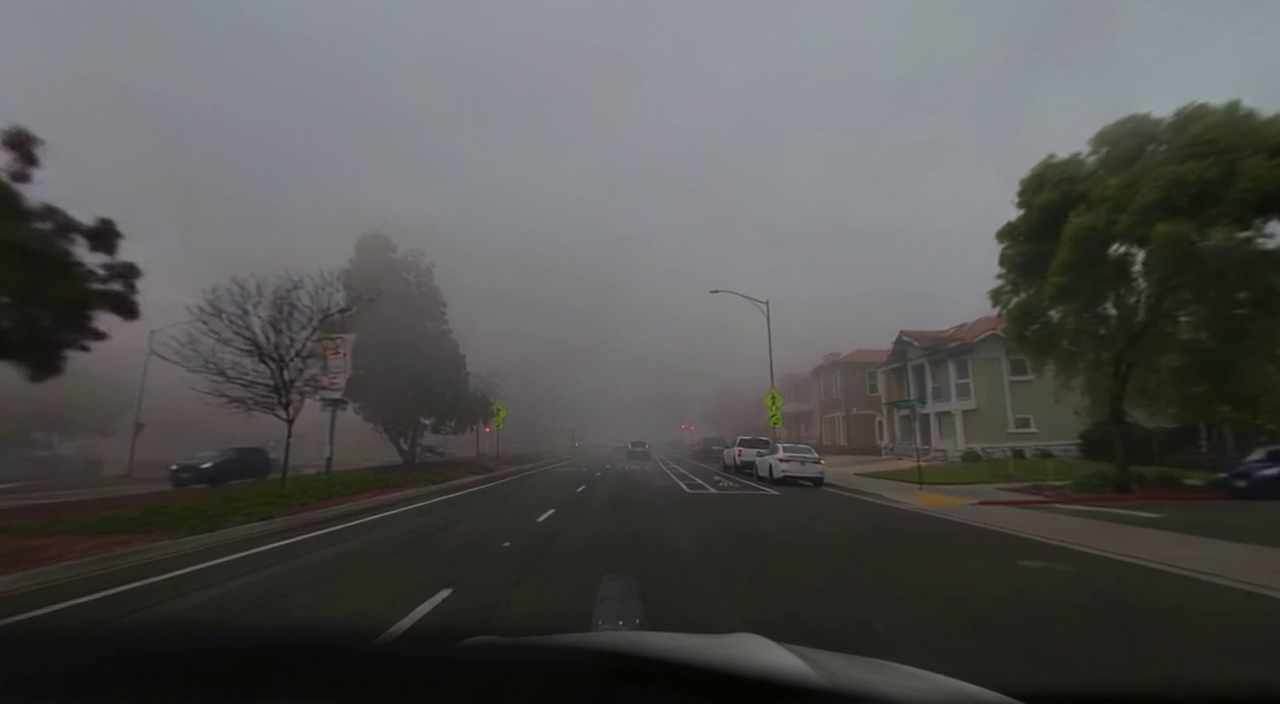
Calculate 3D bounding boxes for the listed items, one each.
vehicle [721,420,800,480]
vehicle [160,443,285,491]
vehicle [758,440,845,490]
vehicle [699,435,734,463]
[{"bbox_3d":[5.415,4.555,29.431,2.324,2.468,6.422,0,-9,-1],"label":"vehicle"},{"bbox_3d":[-16.408,4.511,25.168,1.957,1.705,4.346,0,-9,1],"label":"vehicle"},{"bbox_3d":[5.698,4.042,22.937,1.940,1.584,4.553,0,-9,0],"label":"vehicle"},{"bbox_3d":[5.545,7.106,46.639,2.008,1.930,4.919,0,-8,1],"label":"vehicle"}]
